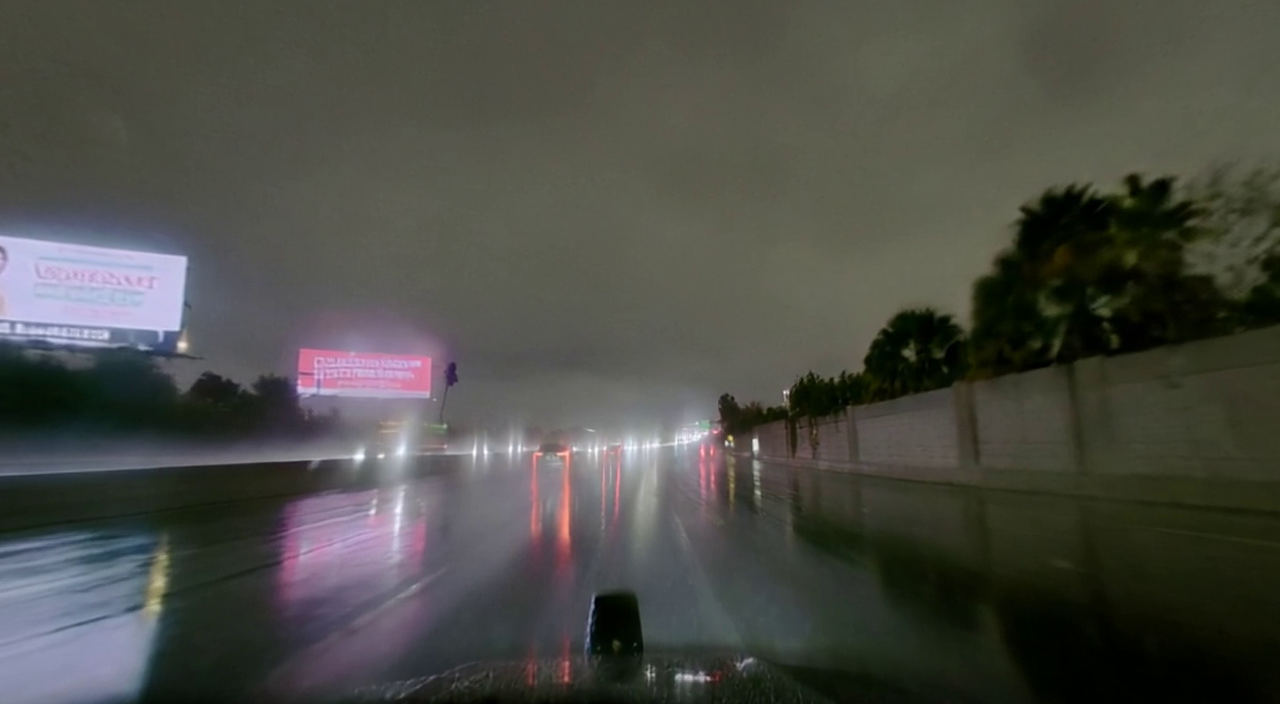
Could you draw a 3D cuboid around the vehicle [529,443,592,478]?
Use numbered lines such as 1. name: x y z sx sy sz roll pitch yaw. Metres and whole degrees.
1. vehicle: -3.517 4.902 28.956 2.078 1.457 4.648 -1 -8 3
